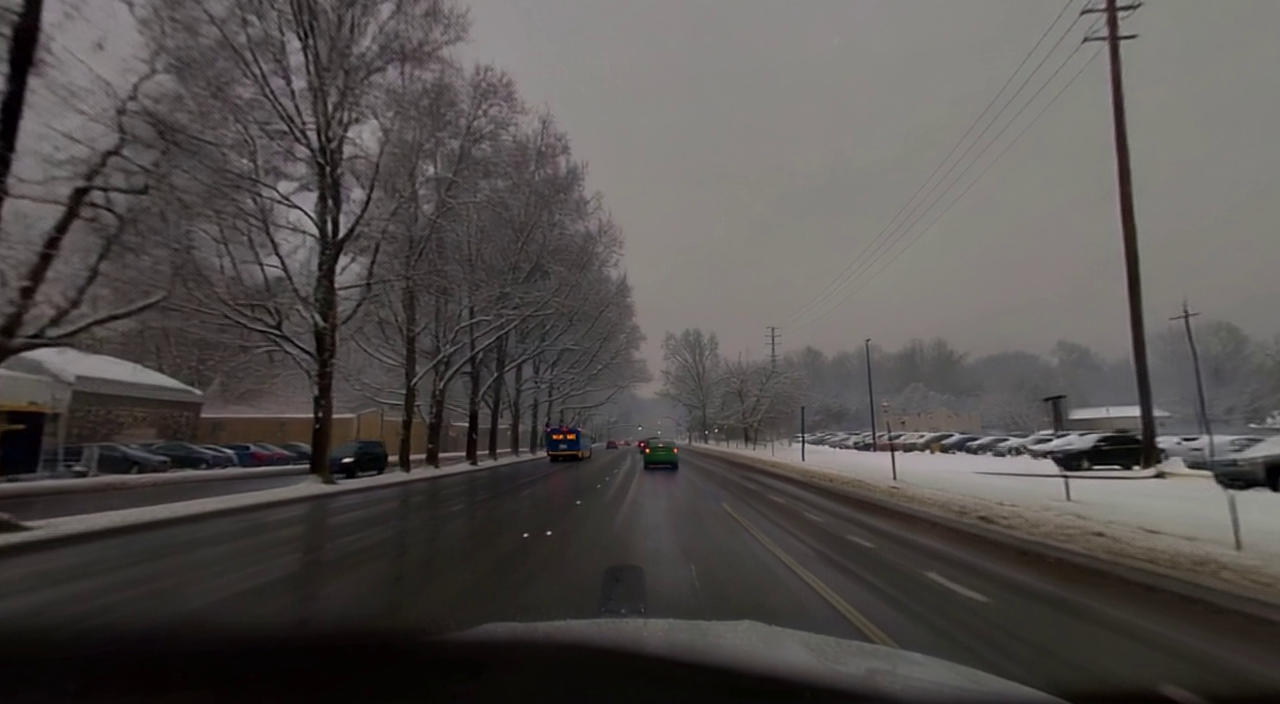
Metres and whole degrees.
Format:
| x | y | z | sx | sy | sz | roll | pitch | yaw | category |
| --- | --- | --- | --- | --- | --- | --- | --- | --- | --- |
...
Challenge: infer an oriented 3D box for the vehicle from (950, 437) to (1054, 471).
| x | y | z | sx | sy | sz | roll | pitch | yaw | category |
| --- | --- | --- | --- | --- | --- | --- | --- | --- | --- |
| 19.435 | 5.530 | 34.276 | 2.229 | 1.661 | 5.991 | 0 | -9 | 1 | vehicle |

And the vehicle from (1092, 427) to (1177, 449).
| x | y | z | sx | sy | sz | roll | pitch | yaw | category |
| --- | --- | --- | --- | --- | --- | --- | --- | --- | --- |
| 33.665 | 5.871 | 43.011 | 4.215 | 1.462 | 1.883 | 0 | -9 | -1 | vehicle |

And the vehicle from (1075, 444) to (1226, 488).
| x | y | z | sx | sy | sz | roll | pitch | yaw | category |
| --- | --- | --- | --- | --- | --- | --- | --- | --- | --- |
| 19.002 | 4.232 | 23.843 | 1.849 | 1.466 | 4.831 | -1 | -9 | 3 | vehicle |

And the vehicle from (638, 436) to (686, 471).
| x | y | z | sx | sy | sz | roll | pitch | yaw | category |
| --- | --- | --- | --- | --- | --- | --- | --- | --- | --- |
| 0.957 | 4.824 | 30.100 | 2.123 | 1.498 | 4.226 | 0 | -9 | 0 | vehicle |

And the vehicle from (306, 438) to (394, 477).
| x | y | z | sx | sy | sz | roll | pitch | yaw | category |
| --- | --- | --- | --- | --- | --- | --- | --- | --- | --- |
| -14.108 | 5.138 | 31.017 | 2.126 | 1.742 | 4.517 | 0 | -9 | 1 | vehicle |
